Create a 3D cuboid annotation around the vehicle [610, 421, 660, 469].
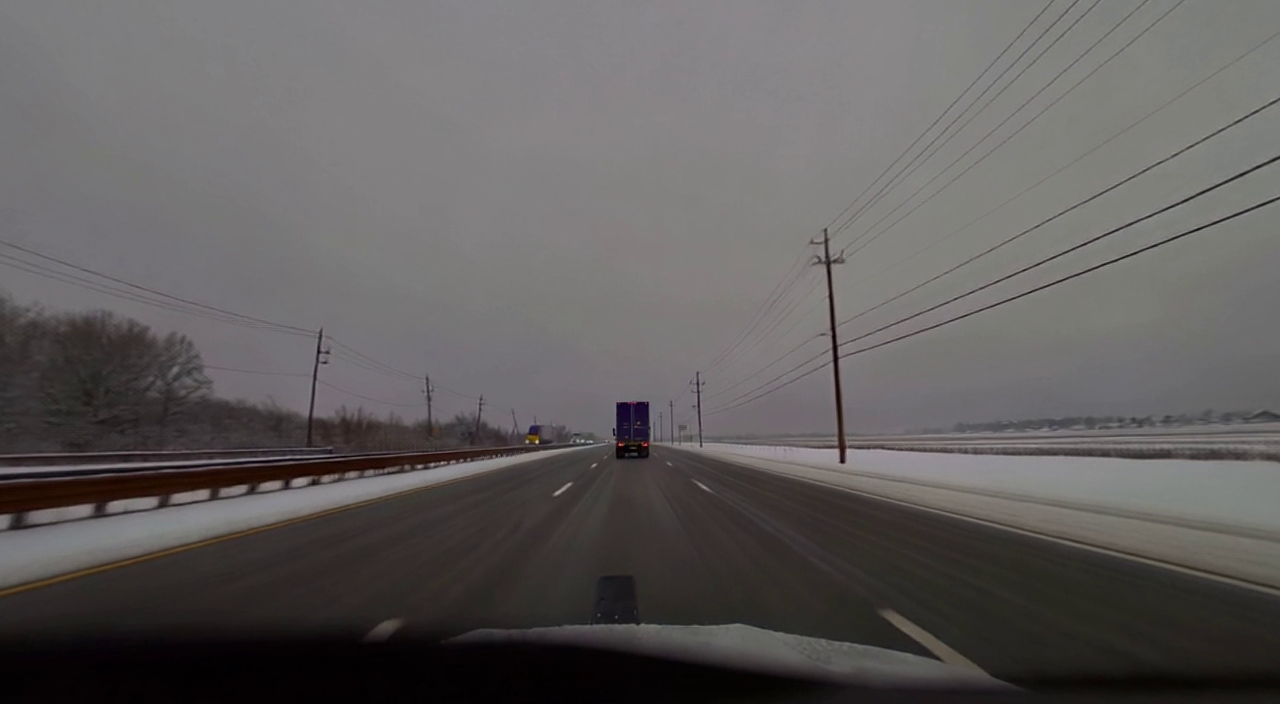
[{"bbox_3d":[-0.318,4.487,30.595,2.240,2.129,4.480,0,-8,-2],"label":"vehicle"}]
